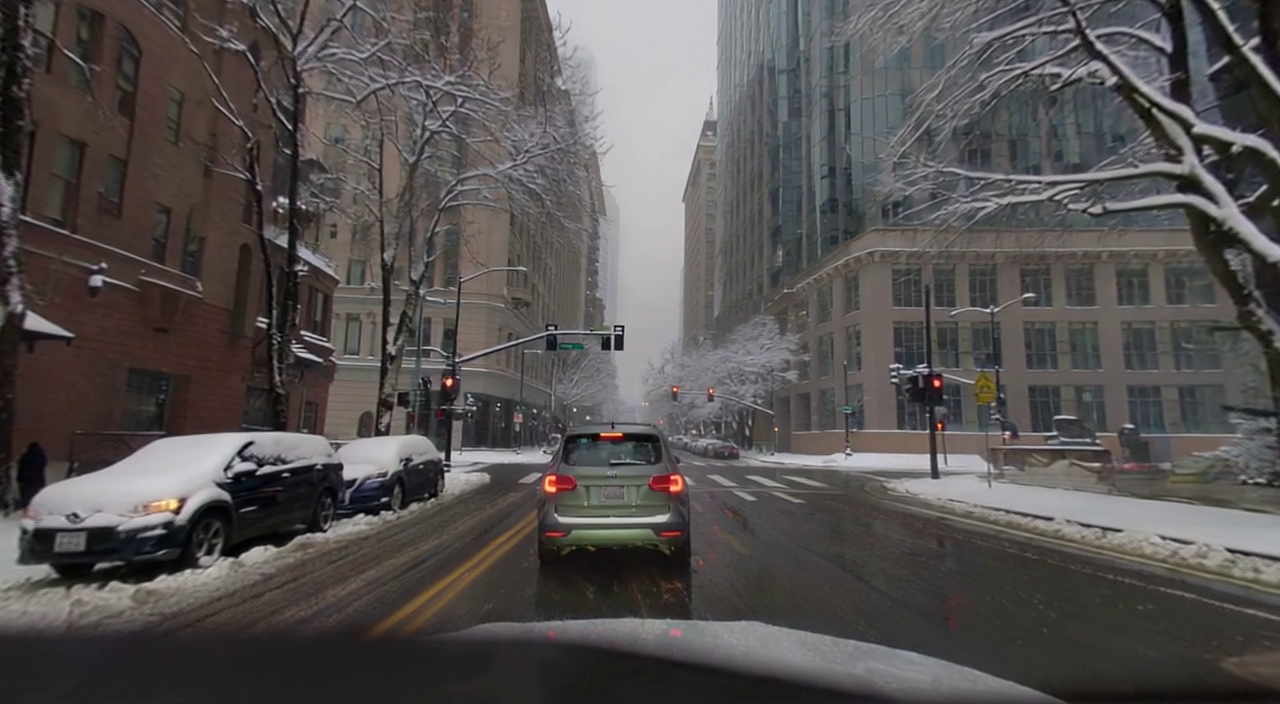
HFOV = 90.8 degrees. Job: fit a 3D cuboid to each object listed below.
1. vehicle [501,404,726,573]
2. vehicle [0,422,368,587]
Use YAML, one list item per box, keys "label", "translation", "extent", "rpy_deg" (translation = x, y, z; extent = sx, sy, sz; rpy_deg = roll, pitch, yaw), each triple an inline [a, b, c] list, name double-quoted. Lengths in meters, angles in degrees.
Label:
- label: "vehicle"
  translation: [-0.249, 1.671, 8.397]
  extent: [2.258, 1.687, 3.934]
  rpy_deg: [0, -9, 1]
- label: "vehicle"
  translation: [-5.760, 1.918, 8.860]
  extent: [1.904, 1.684, 4.529]
  rpy_deg: [0, -9, -1]
